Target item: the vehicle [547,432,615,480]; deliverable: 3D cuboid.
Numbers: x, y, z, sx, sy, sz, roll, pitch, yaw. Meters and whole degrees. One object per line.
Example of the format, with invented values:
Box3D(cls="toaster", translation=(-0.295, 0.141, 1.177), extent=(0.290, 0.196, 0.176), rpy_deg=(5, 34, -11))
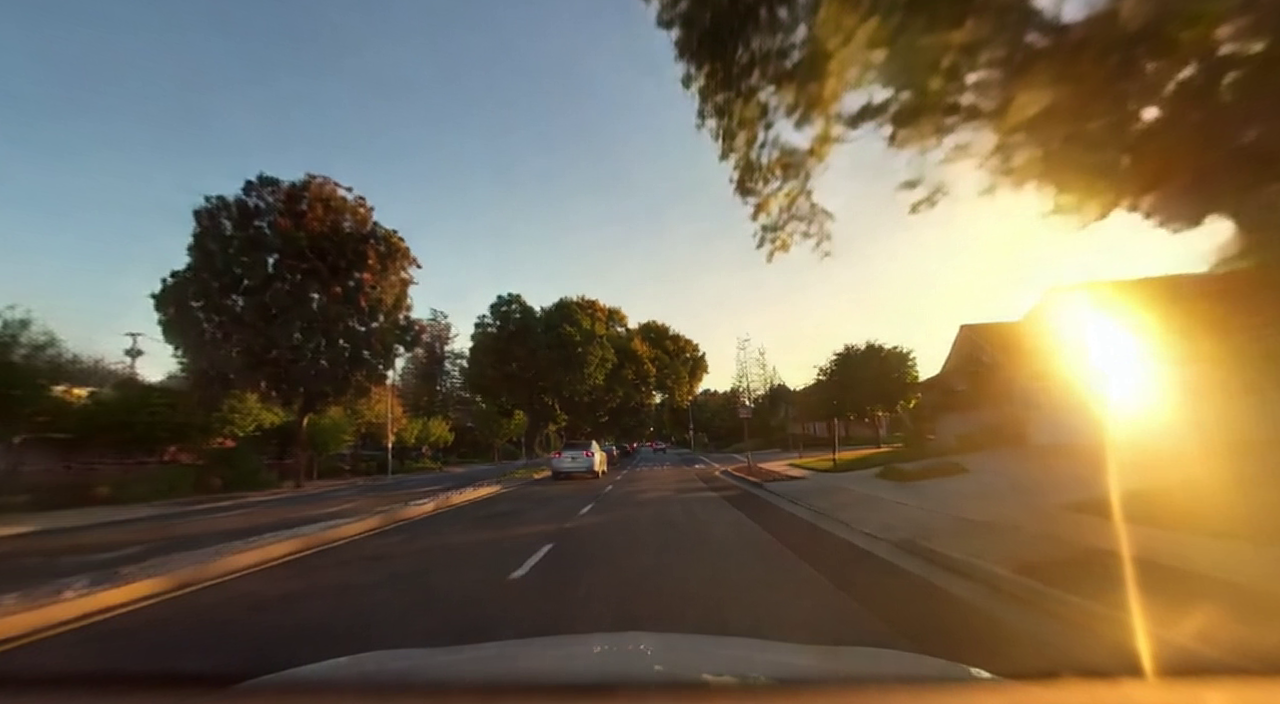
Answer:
Box3D(cls="vehicle", translation=(-2.262, 4.155, 25.415), extent=(2.190, 1.766, 4.394), rpy_deg=(0, -8, 2))
